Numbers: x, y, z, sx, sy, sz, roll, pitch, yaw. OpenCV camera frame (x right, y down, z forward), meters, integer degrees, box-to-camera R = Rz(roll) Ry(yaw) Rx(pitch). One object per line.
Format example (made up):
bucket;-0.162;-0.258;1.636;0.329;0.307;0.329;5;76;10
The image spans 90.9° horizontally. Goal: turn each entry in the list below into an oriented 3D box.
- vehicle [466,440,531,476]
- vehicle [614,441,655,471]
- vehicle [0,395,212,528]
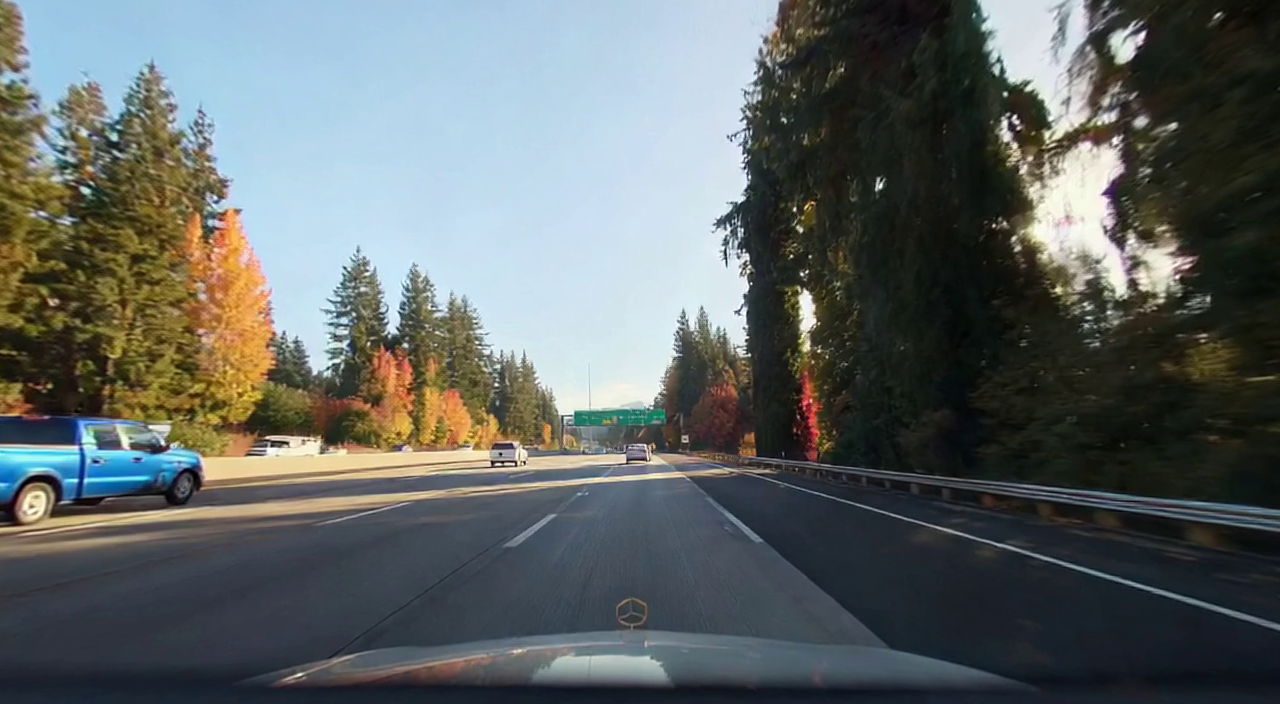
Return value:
vehicle;-6.397;4.813;28.968;1.919;1.499;4.234;0;-8;1
vehicle;-0.226;5.521;33.638;1.984;1.471;4.202;0;-8;2
vehicle;-10.803;1.882;11.079;2.347;1.984;5.778;0;-8;2
